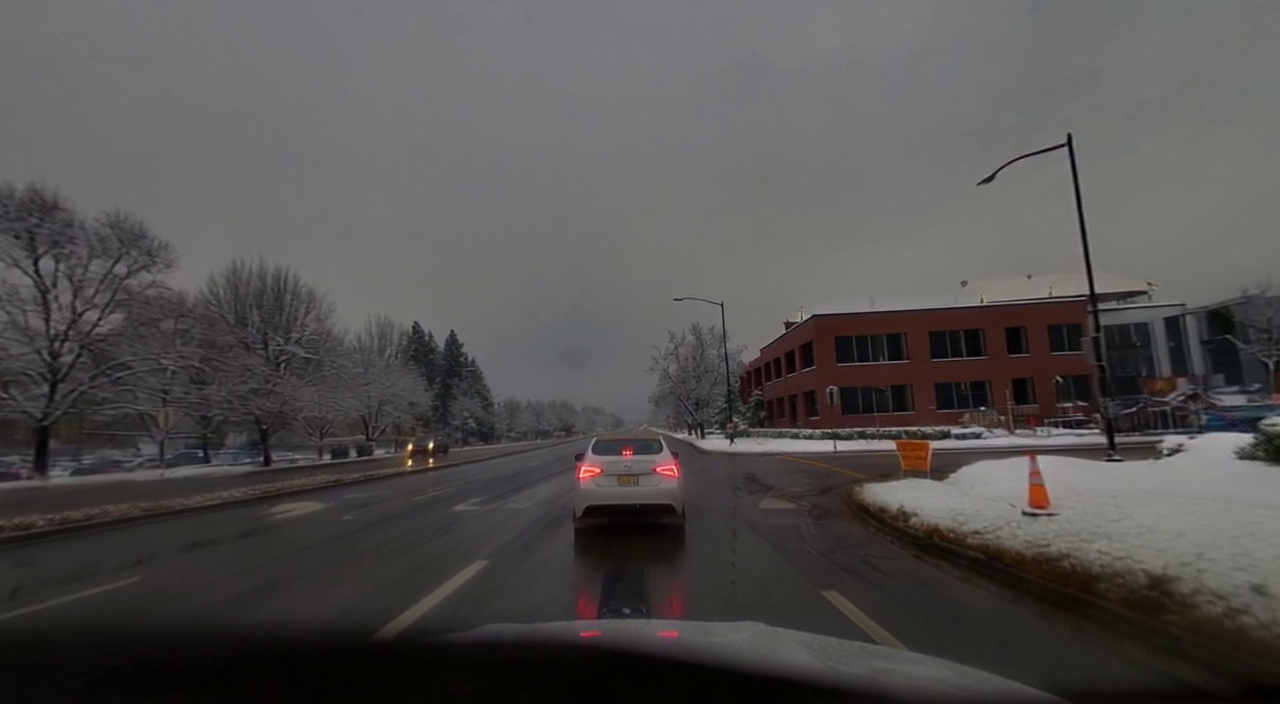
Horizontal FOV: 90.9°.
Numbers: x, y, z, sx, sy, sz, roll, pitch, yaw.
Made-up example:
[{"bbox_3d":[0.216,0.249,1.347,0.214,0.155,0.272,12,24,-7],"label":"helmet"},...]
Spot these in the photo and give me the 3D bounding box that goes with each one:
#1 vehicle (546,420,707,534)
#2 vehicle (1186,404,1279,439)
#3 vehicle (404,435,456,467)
[{"bbox_3d":[-0.171,1.951,10.390,2.112,1.482,4.076,0,-8,0],"label":"vehicle"},{"bbox_3d":[27.732,3.142,28.365,4.455,1.494,1.926,0,-8,0],"label":"vehicle"},{"bbox_3d":[-10.460,4.863,31.160,2.072,1.465,4.394,3,-9,-22],"label":"vehicle"}]
